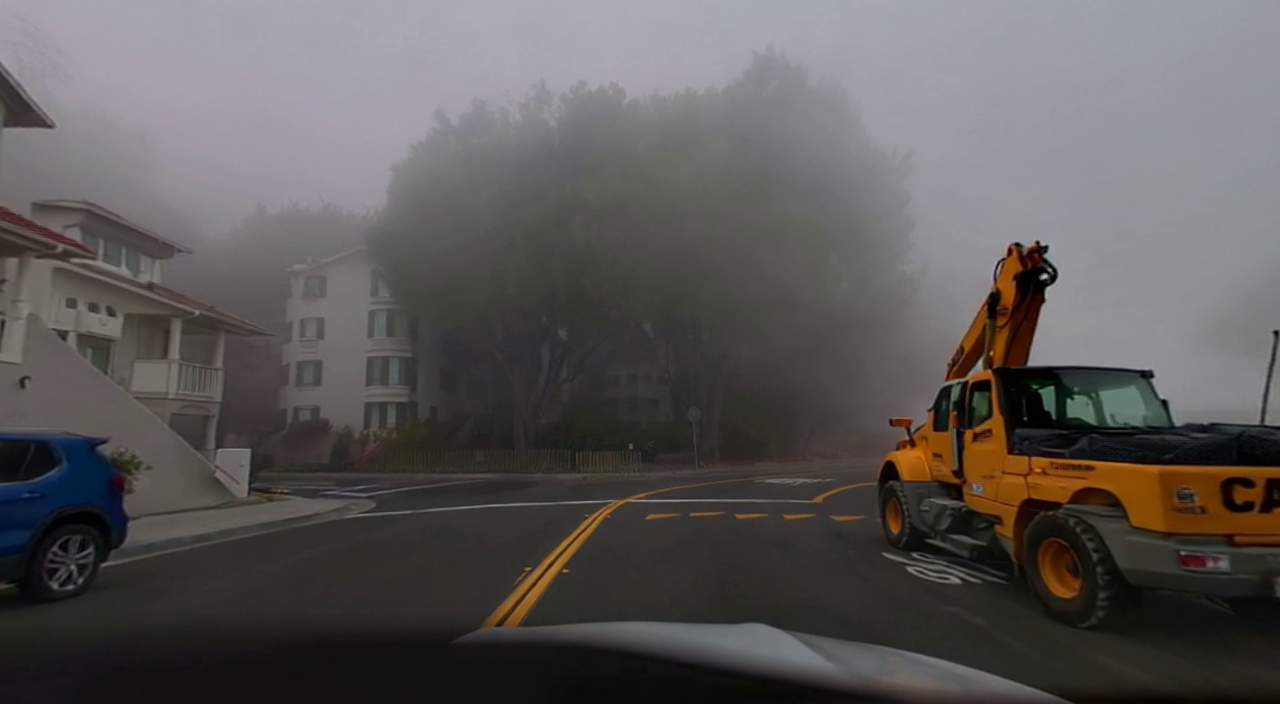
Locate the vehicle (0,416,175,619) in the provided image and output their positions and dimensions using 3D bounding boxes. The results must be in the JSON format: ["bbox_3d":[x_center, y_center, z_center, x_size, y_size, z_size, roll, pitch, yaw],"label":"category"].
[{"bbox_3d":[-6.714,1.386,5.065,2.220,1.765,4.799,0,-8,1],"label":"vehicle"}]

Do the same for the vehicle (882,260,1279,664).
[{"bbox_3d":[4.349,0.927,5.938,2.501,2.613,3.505,0,-9,-4],"label":"vehicle"}]

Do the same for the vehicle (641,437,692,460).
[{"bbox_3d":[1.932,7.192,47.002,3.629,1.578,1.802,0,-8,-1],"label":"vehicle"}]
